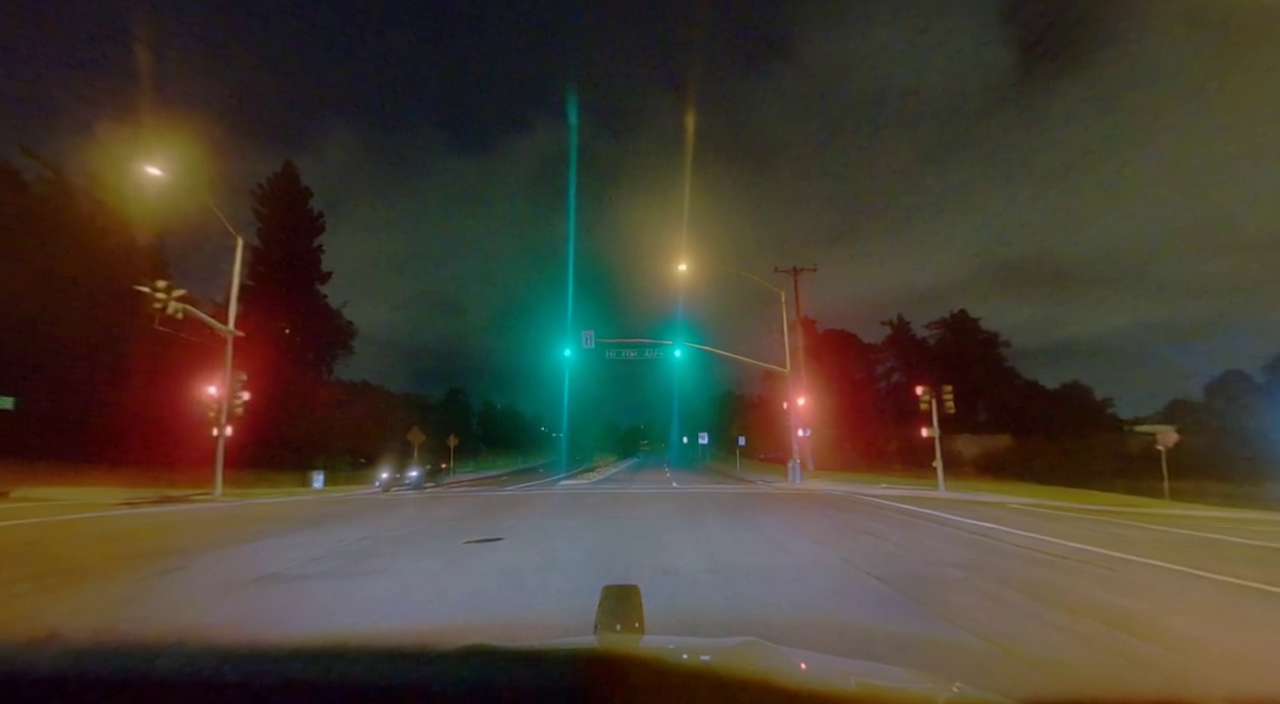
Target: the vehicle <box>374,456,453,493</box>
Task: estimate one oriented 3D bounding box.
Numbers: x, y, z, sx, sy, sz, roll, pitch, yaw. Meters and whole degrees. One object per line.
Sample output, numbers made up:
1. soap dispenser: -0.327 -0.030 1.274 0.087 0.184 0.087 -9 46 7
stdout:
1. vehicle: -10.355 5.615 29.246 1.983 1.482 4.190 -1 -9 1
